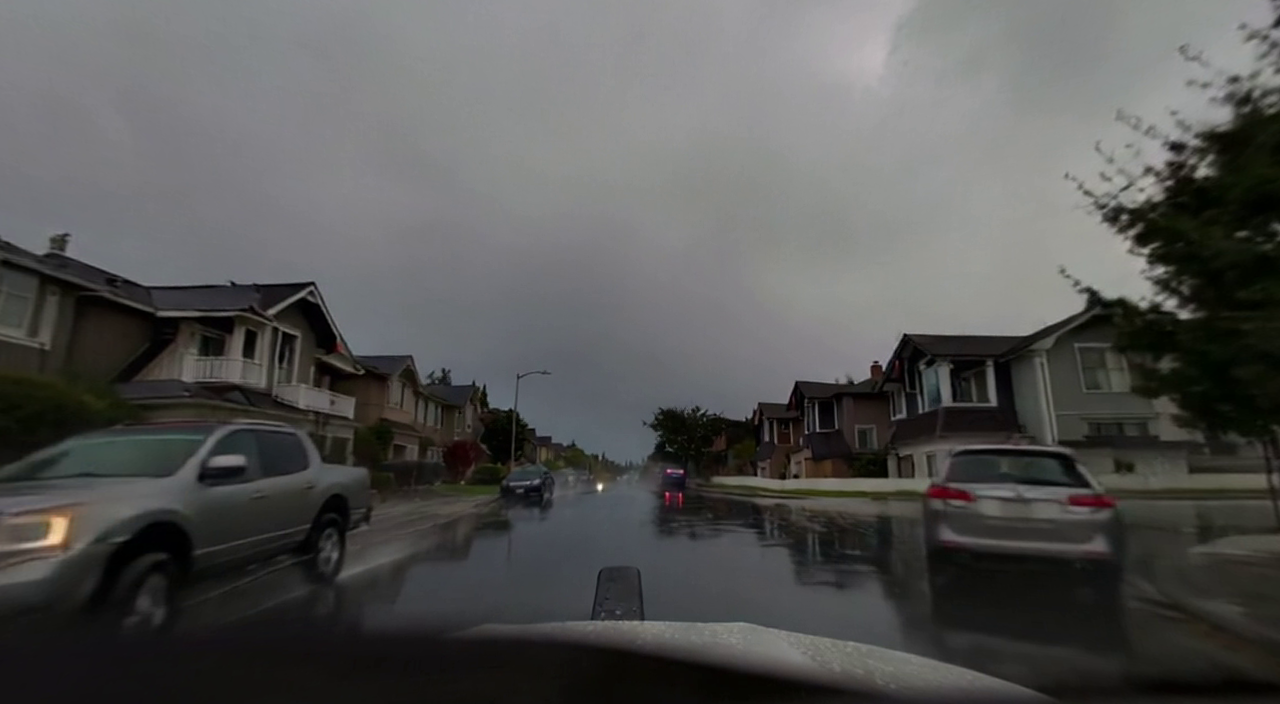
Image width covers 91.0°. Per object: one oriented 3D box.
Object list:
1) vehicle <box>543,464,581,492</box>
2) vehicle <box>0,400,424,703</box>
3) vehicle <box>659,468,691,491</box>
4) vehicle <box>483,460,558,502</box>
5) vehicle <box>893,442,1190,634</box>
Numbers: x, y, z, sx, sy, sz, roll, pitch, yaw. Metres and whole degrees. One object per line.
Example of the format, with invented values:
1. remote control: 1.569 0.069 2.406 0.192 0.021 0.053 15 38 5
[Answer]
1. vehicle: -4.874 7.963 39.995 2.020 1.470 5.300 0 -9 -3
2. vehicle: -4.198 1.417 6.132 2.131 1.851 5.650 0 -4 1
3. vehicle: 2.542 9.378 46.572 1.888 1.484 4.476 0 -9 -2
4. vehicle: -4.663 5.105 25.322 2.080 1.471 4.638 1 -10 0
5. vehicle: 4.543 1.902 7.719 2.139 1.533 4.676 -5 -10 27
